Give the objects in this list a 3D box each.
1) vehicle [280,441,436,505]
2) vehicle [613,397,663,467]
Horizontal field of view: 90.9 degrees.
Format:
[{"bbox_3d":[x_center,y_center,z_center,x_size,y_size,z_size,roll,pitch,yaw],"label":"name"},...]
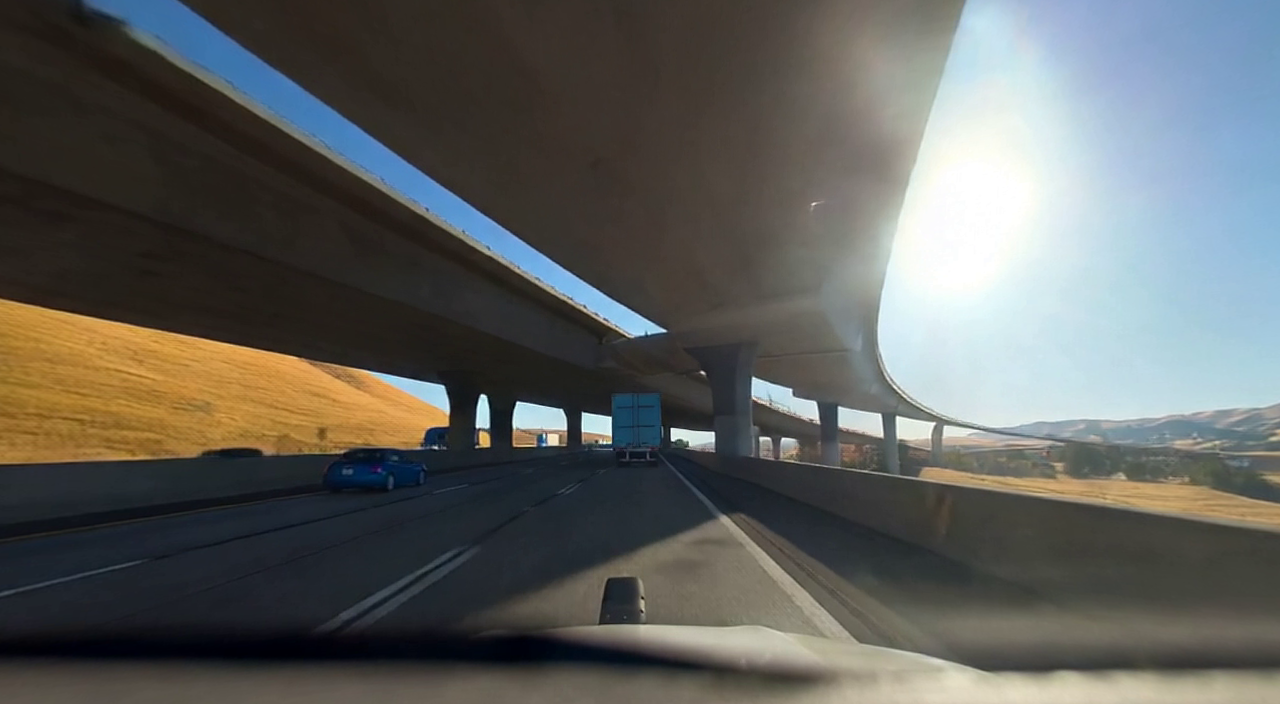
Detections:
[{"bbox_3d":[-7.386,3.188,17.159,2.078,1.496,4.563,0,-8,1],"label":"vehicle"},{"bbox_3d":[-0.028,5.426,41.843,2.866,4.014,11.261,0,-8,1],"label":"vehicle"}]
